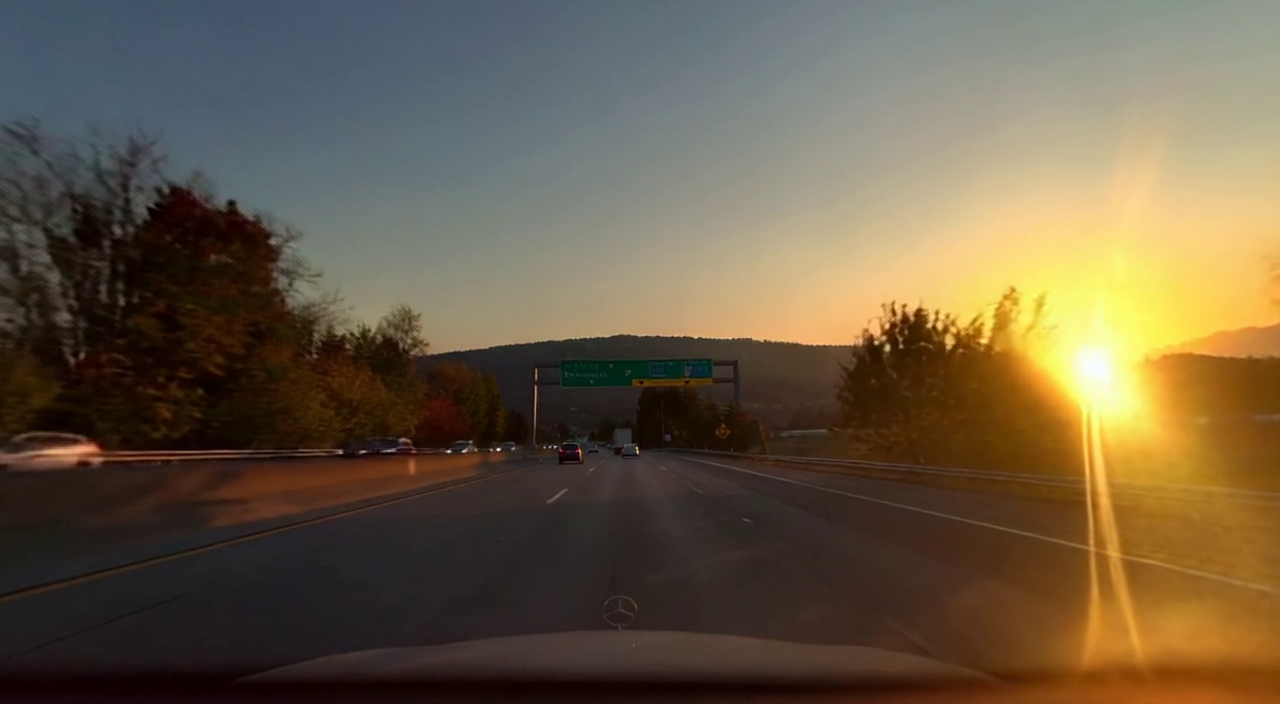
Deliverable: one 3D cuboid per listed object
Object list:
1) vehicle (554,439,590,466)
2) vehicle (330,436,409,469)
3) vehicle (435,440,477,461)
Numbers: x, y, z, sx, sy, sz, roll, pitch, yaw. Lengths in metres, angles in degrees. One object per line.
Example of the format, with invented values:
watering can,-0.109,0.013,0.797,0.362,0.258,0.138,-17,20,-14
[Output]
vehicle,-4.607,6.866,42.811,2.098,1.692,4.038,0,-9,-2
vehicle,-13.325,4.982,31.160,2.169,1.511,4.002,0,-9,0
vehicle,-13.720,7.398,46.994,1.888,1.491,4.426,0,-9,-1
